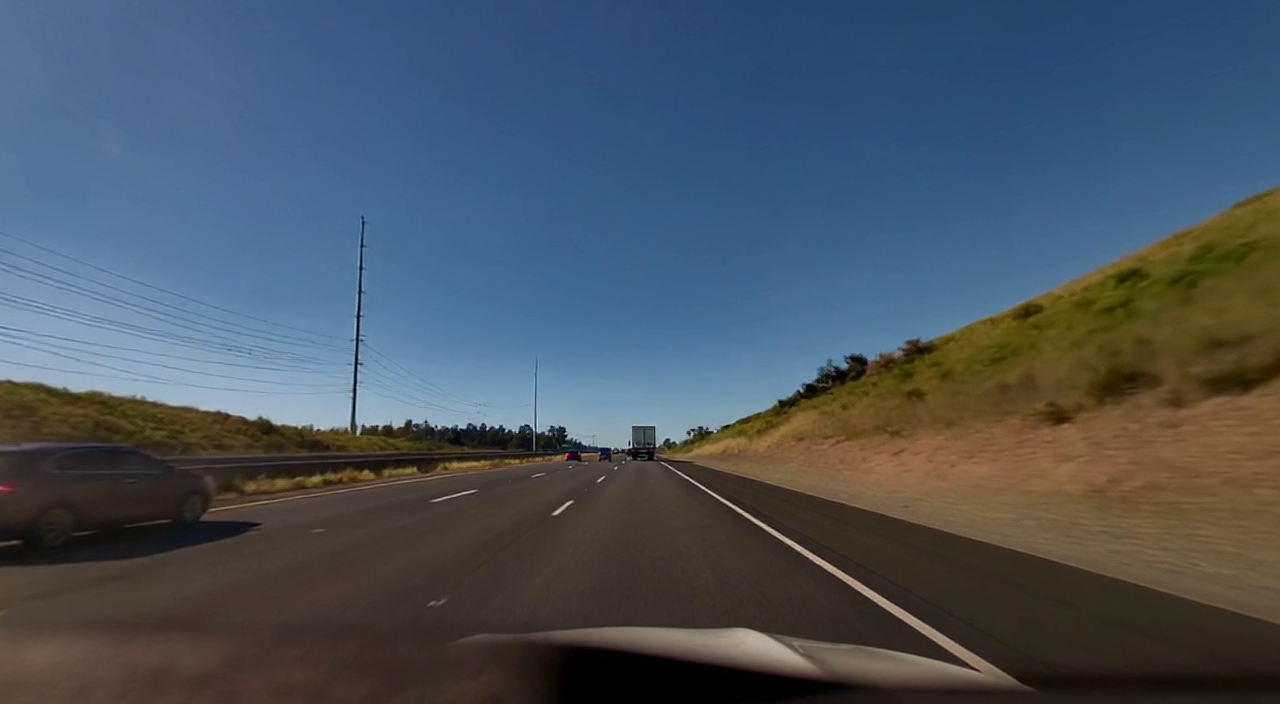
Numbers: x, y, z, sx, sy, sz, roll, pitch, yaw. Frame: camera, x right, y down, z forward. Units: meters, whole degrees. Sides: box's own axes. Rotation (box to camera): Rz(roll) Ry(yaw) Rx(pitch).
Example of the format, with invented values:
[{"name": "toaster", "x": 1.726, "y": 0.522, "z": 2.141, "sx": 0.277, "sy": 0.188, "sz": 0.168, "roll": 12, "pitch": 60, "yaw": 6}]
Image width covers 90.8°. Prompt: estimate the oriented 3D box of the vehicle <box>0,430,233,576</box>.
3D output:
[{"name": "vehicle", "x": -7.411, "y": 1.763, "z": 7.895, "sx": 1.915, "sy": 1.454, "sz": 3.996, "roll": 0, "pitch": -9, "yaw": 1}]
